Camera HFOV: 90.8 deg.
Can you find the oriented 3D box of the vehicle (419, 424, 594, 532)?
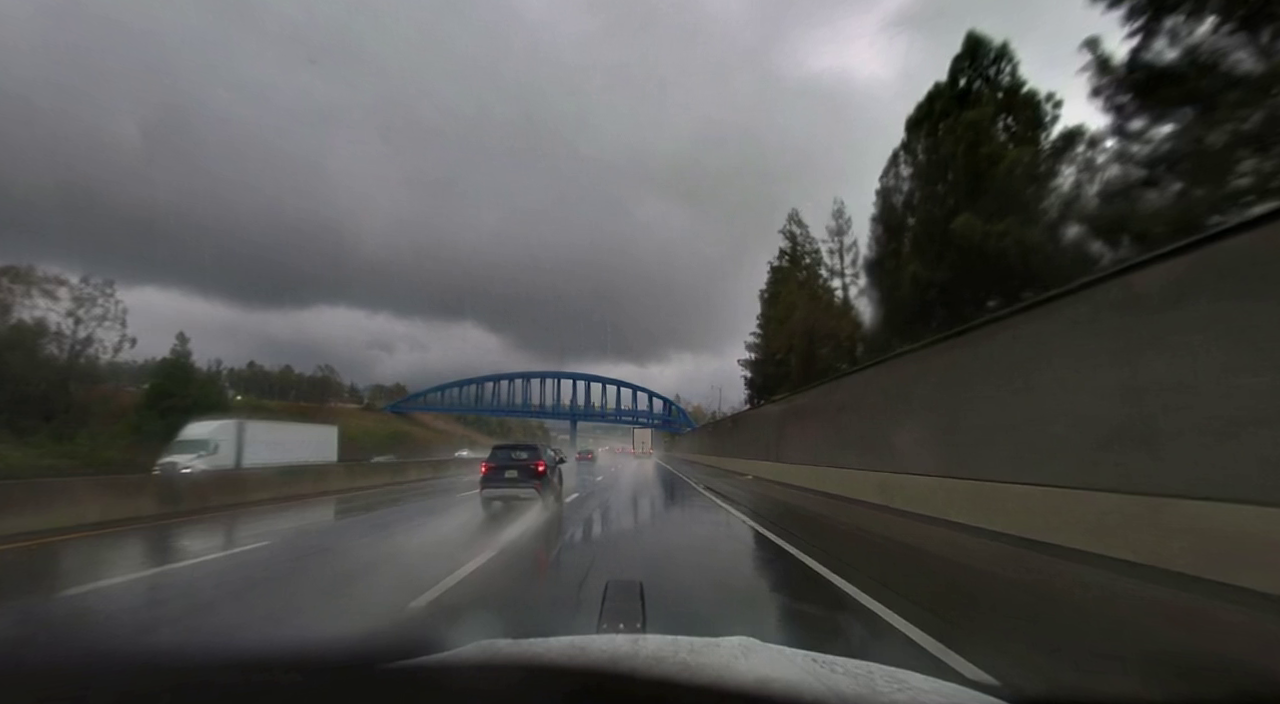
[{"bbox_3d":[-2.318,2.389,12.506,2.299,1.716,4.579,-1,-9,2],"label":"vehicle"}]

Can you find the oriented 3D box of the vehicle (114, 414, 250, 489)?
[{"bbox_3d":[-25.693,5.628,35.848,3.209,3.834,5.863,0,-9,-1],"label":"vehicle"}]
